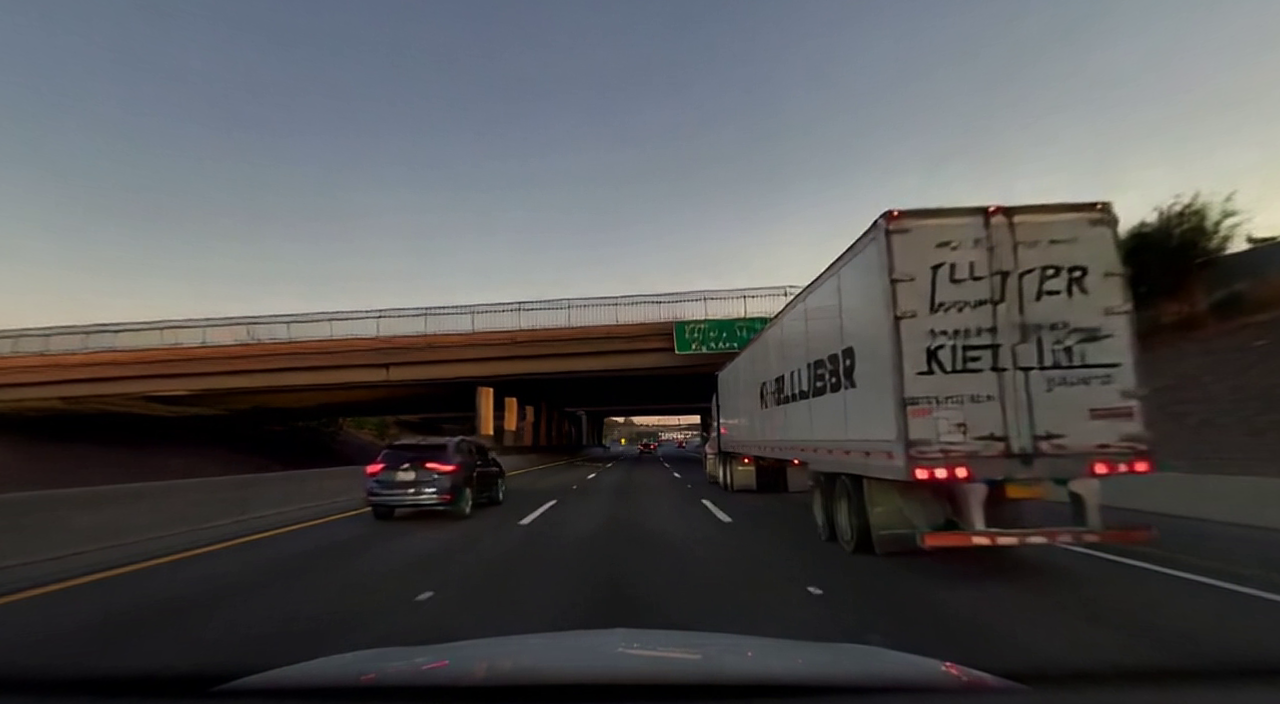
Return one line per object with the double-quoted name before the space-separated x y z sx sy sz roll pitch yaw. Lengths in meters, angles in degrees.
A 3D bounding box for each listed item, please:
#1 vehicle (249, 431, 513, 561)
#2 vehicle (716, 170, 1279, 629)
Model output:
"vehicle" -3.612 2.076 9.964 2.276 1.551 4.484 0 -8 0
"vehicle" 3.793 1.088 10.677 3.306 3.531 11.717 0 -8 -1
